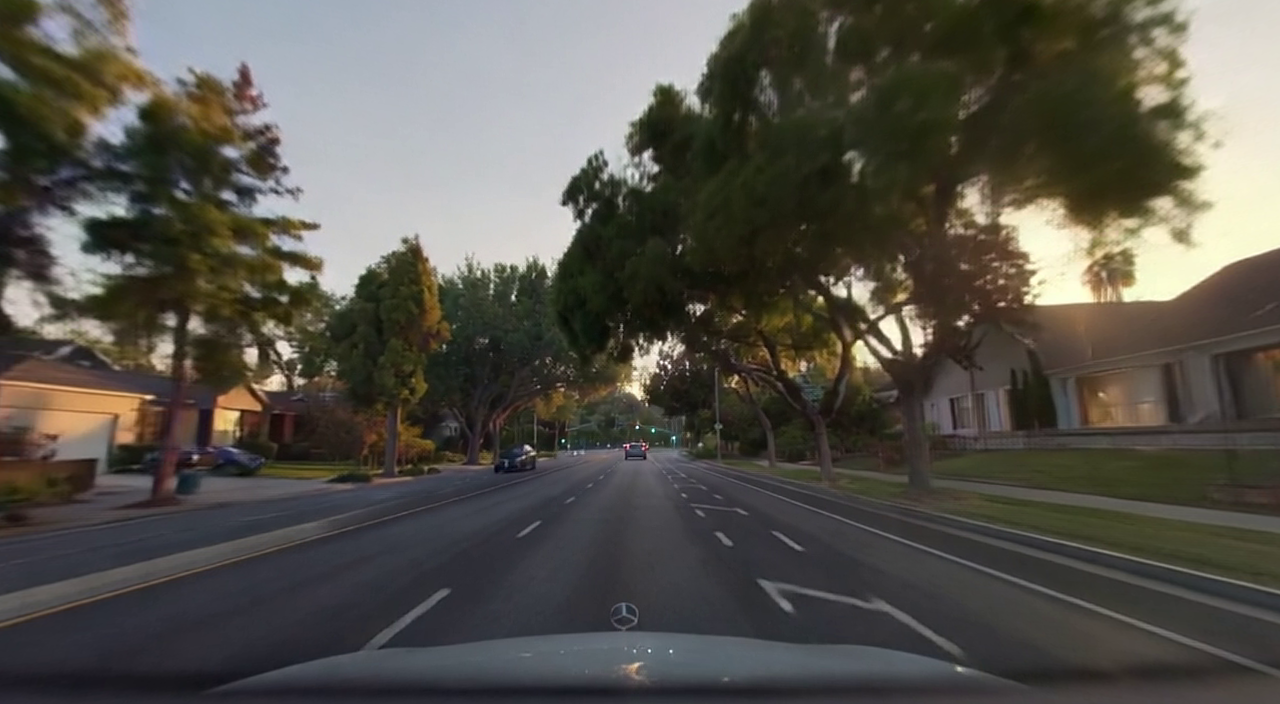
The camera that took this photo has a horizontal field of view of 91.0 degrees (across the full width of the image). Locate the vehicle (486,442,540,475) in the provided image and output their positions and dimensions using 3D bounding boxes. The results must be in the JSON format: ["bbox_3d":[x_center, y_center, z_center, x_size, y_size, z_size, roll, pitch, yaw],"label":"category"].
[{"bbox_3d":[-7.242,6.080,36.218,2.165,1.785,4.222,0,-8,1],"label":"vehicle"}]
